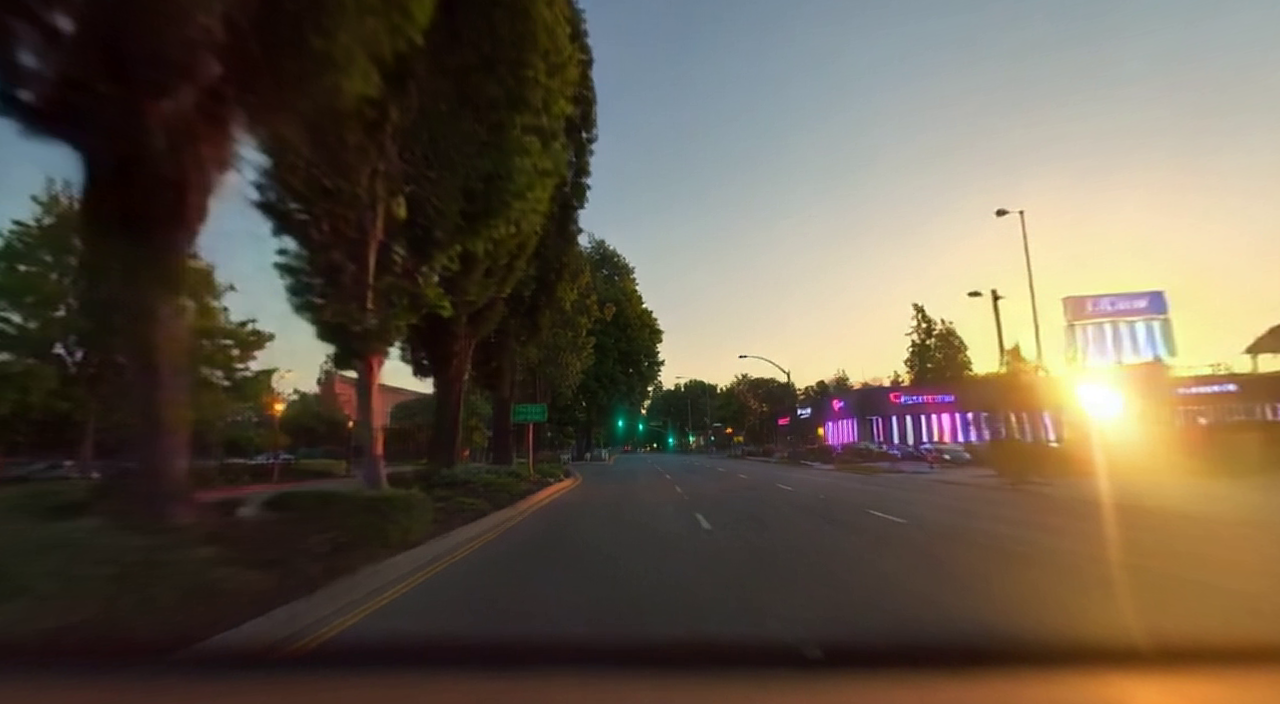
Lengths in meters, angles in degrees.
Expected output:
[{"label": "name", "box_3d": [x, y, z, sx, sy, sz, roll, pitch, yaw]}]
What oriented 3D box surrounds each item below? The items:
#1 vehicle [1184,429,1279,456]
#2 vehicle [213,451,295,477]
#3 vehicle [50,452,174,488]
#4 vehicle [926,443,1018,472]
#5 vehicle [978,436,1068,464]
[{"label": "vehicle", "box_3d": [46.442, 7.069, 49.343, 2.131, 1.923, 5.397, 3, -9, -23]}, {"label": "vehicle", "box_3d": [-27.284, 7.931, 44.842, 4.731, 1.677, 1.999, 4, -10, -28]}, {"label": "vehicle", "box_3d": [-27.422, 6.109, 33.028, 4.529, 1.711, 1.972, 4, -10, -27]}, {"label": "vehicle", "box_3d": [19.442, 6.192, 37.214, 1.869, 1.481, 4.459, 1, -9, -25]}, {"label": "vehicle", "box_3d": [24.169, 6.192, 40.092, 1.833, 1.667, 4.545, 3, -9, -24]}]
